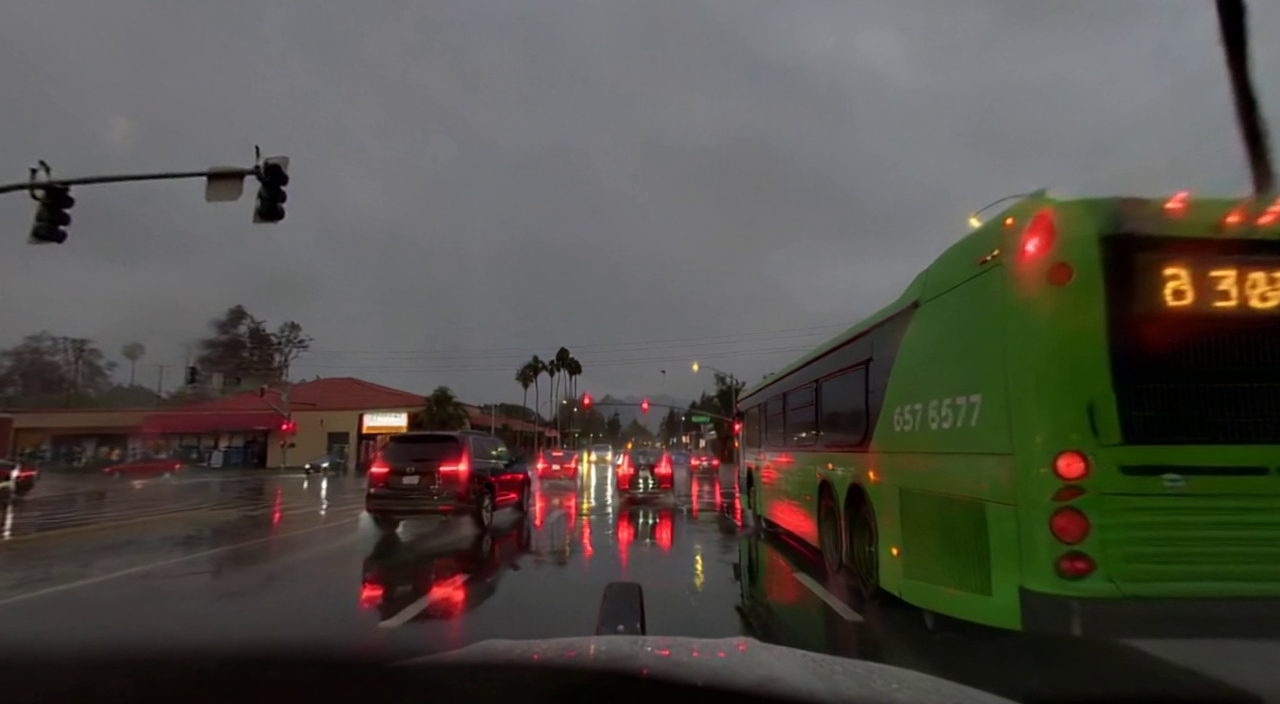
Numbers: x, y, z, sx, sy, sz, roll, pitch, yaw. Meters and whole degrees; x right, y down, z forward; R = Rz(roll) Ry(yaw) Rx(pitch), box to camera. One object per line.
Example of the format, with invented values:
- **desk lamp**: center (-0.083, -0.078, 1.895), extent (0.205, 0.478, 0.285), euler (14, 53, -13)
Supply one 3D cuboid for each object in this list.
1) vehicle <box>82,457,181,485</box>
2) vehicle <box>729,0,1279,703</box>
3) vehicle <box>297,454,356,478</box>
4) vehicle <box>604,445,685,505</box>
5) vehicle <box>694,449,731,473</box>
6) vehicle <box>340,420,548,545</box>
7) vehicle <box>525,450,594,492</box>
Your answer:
- **vehicle**: center (-34.699, 8.146, 43.246), extent (4.872, 1.622, 2.022), euler (-1, -9, -7)
- **vehicle**: center (3.842, 0.817, 9.721), extent (3.068, 4.026, 13.534), euler (0, -9, 0)
- **vehicle**: center (-23.325, 8.446, 46.960), extent (4.679, 1.679, 1.899), euler (-7, -11, 37)
- **vehicle**: center (0.158, 3.429, 17.989), extent (2.060, 1.499, 3.831), euler (0, -9, 1)
- **vehicle**: center (4.709, 7.163, 41.603), extent (1.989, 1.467, 4.364), euler (0, -9, 1)
- **vehicle**: center (-3.263, 2.315, 11.881), extent (2.145, 1.824, 4.974), euler (-1, -9, 2)
- **vehicle**: center (-2.938, 4.435, 23.902), extent (1.919, 1.415, 4.178), euler (-1, -9, 2)
